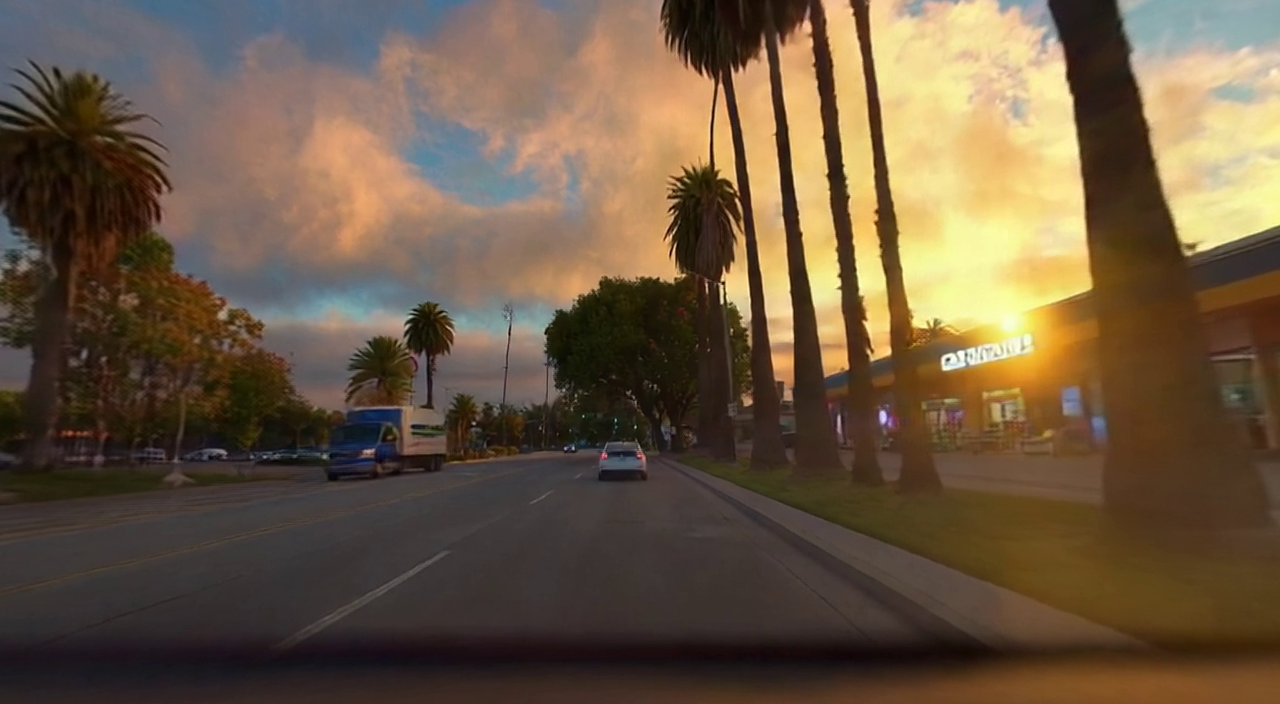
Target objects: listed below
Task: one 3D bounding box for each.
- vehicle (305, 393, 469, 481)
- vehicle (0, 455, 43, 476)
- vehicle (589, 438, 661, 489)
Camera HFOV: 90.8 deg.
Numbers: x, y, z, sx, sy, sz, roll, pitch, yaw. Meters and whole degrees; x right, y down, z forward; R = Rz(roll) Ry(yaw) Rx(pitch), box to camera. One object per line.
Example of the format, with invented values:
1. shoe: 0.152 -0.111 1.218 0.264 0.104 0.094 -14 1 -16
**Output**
1. vehicle: -11.790 4.314 31.547 3.022 3.532 12.586 0 -8 0
2. vehicle: -48.656 8.794 49.121 4.087 1.460 1.861 -4 -9 27
3. vehicle: -0.462 3.553 20.466 2.076 1.486 4.119 0 -8 -1
